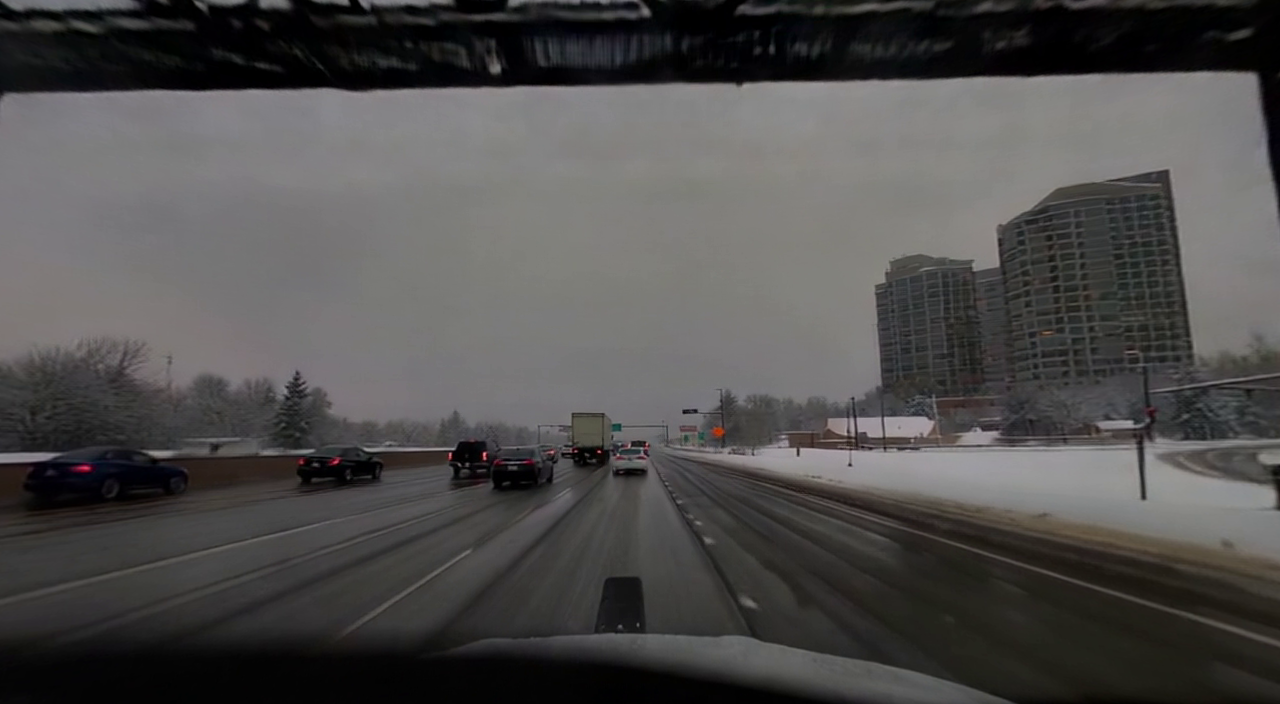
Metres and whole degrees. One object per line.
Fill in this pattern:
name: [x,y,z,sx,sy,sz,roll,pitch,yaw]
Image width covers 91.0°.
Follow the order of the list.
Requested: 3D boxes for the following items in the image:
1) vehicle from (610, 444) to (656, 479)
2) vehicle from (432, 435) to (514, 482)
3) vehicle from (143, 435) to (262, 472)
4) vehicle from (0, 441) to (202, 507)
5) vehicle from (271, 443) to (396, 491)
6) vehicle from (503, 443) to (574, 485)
vehicle: [-0.286,5.048,29.289,1.991,1.488,3.922,0,-9,0]
vehicle: [-7.142,4.613,27.537,2.190,1.821,4.800,0,-9,1]
vehicle: [-23.215,5.421,33.811,2.245,1.759,5.725,0,-9,1]
vehicle: [-14.455,3.168,16.866,1.948,1.483,4.814,0,-9,0]
vehicle: [-10.666,4.007,22.399,1.987,1.495,4.710,0,-9,1]
vehicle: [-3.895,4.379,24.898,2.016,1.497,4.235,0,-9,1]
